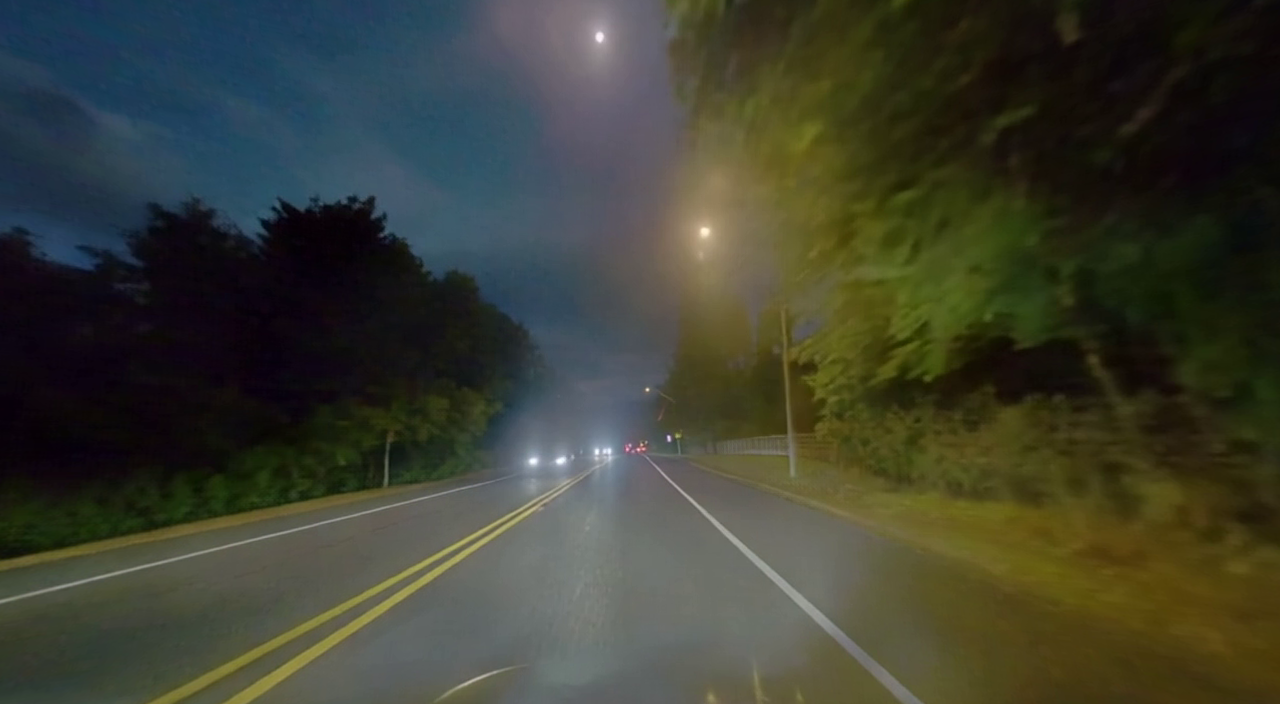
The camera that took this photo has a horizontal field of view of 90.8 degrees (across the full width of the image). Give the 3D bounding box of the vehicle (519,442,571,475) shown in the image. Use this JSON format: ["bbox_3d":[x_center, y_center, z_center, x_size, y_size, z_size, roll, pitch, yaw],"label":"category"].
[{"bbox_3d":[-5.070,5.754,34.443,2.129,1.664,4.528,0,-8,0],"label":"vehicle"}]
